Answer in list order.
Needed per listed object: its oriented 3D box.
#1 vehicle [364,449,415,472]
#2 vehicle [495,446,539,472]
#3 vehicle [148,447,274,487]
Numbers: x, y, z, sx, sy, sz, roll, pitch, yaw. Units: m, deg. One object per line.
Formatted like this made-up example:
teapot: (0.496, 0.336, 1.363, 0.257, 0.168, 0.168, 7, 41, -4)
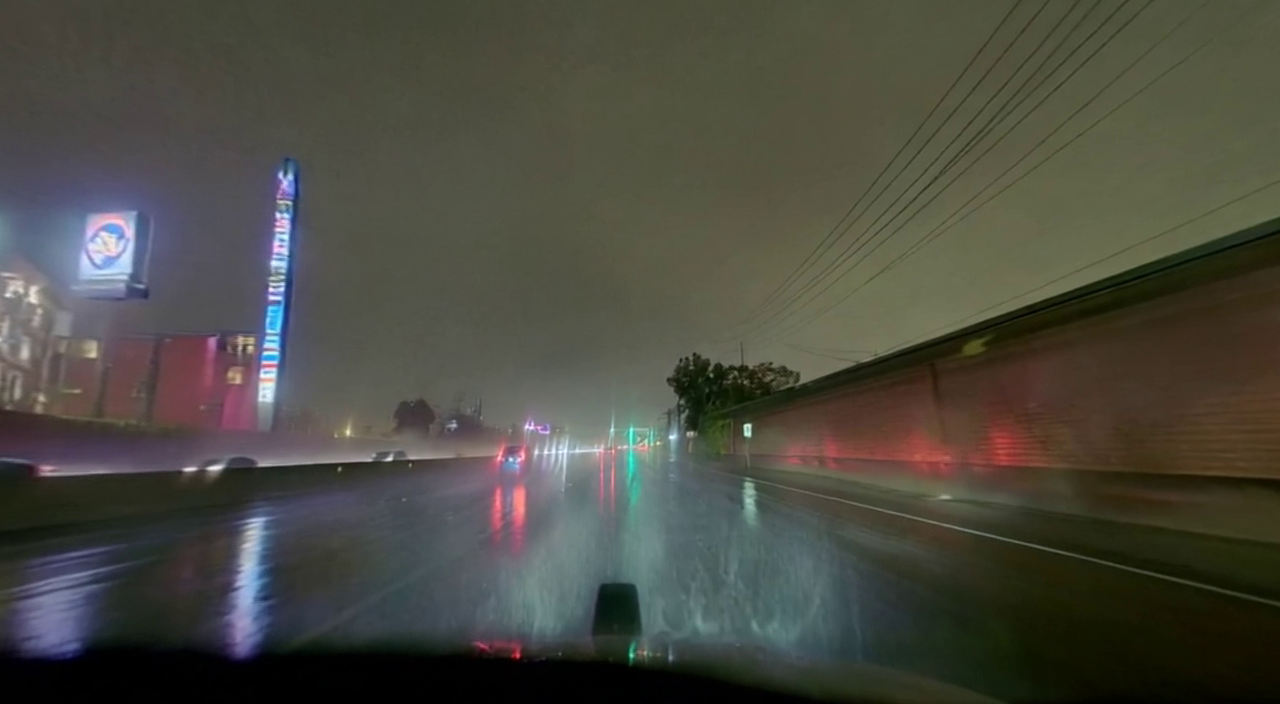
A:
vehicle: (-18.237, 7.895, 46.268, 1.871, 1.596, 4.507, 0, -8, 0)
vehicle: (-7.673, 6.702, 39.745, 2.013, 1.574, 3.923, 0, -8, 0)
vehicle: (-21.915, 5.864, 32.696, 2.224, 1.859, 6.117, 0, -9, 0)
